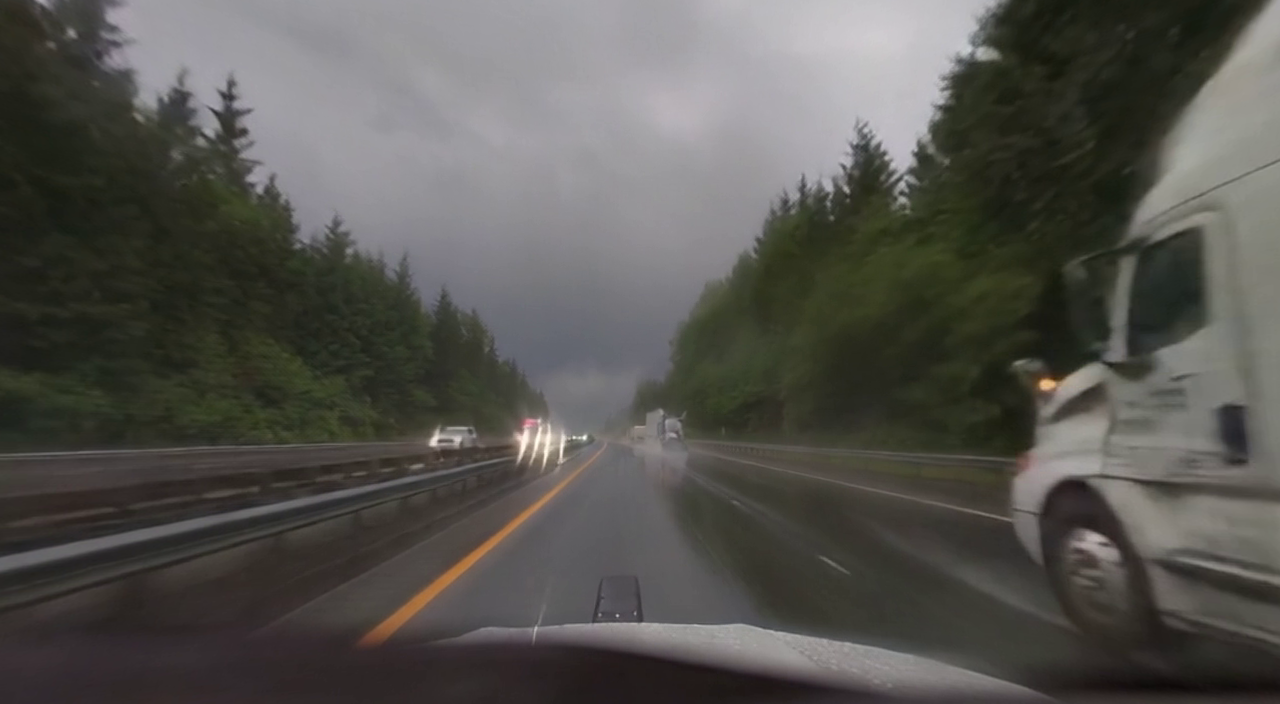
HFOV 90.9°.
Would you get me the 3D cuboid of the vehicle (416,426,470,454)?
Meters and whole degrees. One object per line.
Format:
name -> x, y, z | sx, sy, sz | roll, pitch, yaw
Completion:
vehicle -> -12.762, 5.733, 41.249 | 2.066, 1.711, 4.835 | 0, -8, -1
